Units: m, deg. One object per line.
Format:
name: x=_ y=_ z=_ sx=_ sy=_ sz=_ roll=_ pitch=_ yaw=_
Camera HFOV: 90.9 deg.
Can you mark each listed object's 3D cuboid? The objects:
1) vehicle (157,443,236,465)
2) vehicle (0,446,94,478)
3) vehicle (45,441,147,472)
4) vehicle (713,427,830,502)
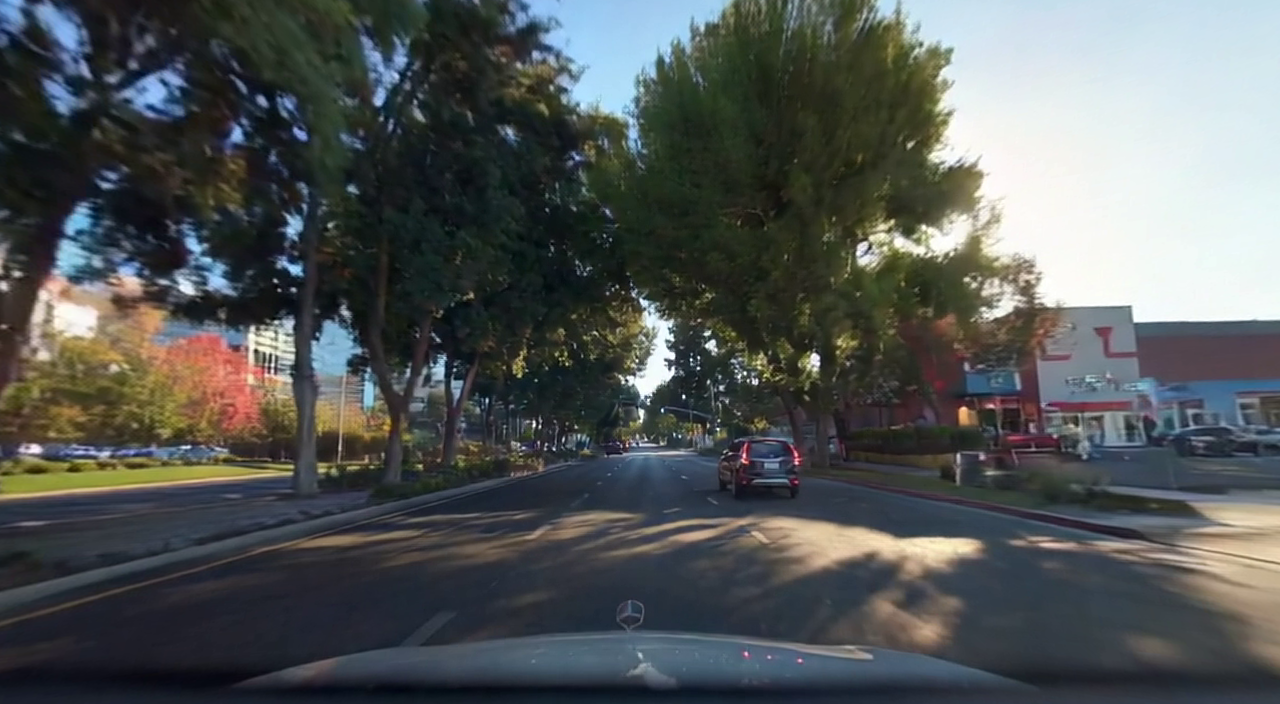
vehicle: x=-31.840 y=7.314 z=45.345 sx=4.088 sy=1.506 sz=2.073 roll=0 pitch=-8 yaw=1
vehicle: x=-32.349 y=5.984 z=34.370 sx=3.472 sy=1.423 sz=1.760 roll=-4 pitch=-8 yaw=0
vehicle: x=-32.273 y=6.197 z=37.463 sx=4.290 sy=1.457 sz=2.056 roll=-3 pitch=-7 yaw=1
vehicle: x=3.446 y=3.059 z=17.625 sx=2.151 sy=1.771 sz=4.792 roll=0 pitch=-8 yaw=-1
